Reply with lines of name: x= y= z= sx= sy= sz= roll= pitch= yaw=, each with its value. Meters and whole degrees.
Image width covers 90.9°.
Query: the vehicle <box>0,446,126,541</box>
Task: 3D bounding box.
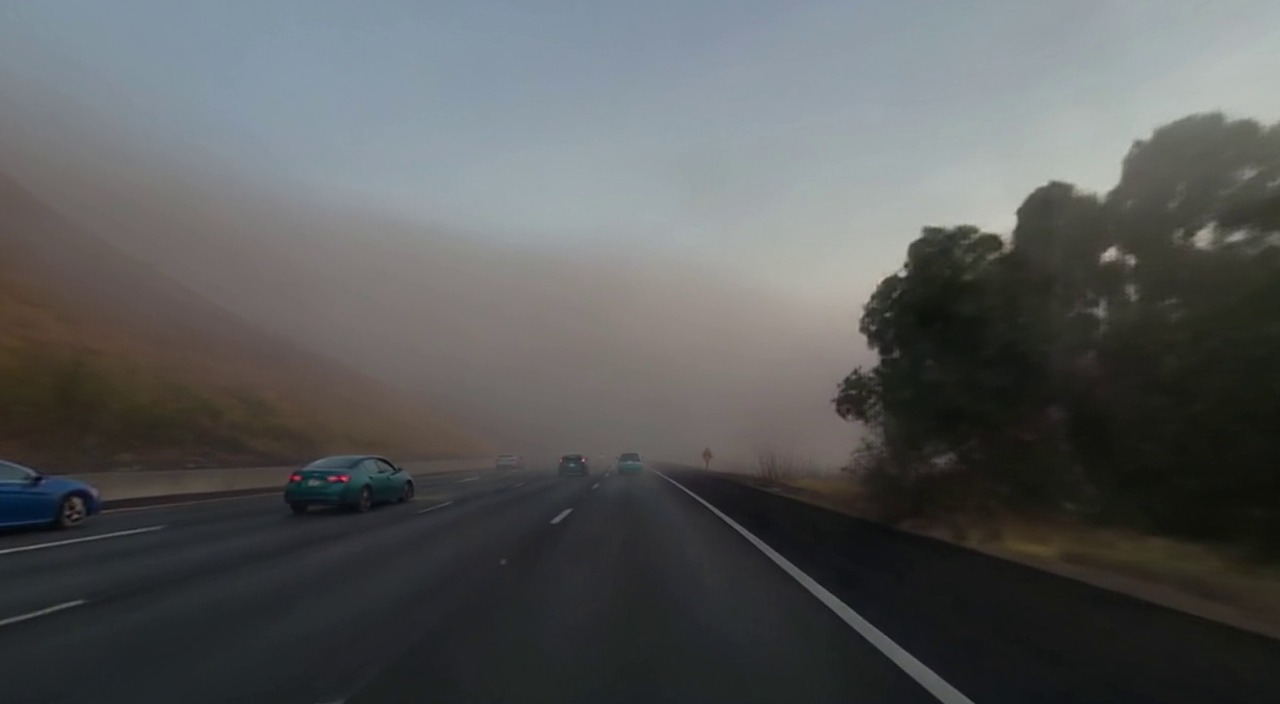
vehicle: x=-11.190 y=2.240 z=9.916 sx=2.048 sy=1.501 sz=4.898 roll=0 pitch=-8 yaw=1

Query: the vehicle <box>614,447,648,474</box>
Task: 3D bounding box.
vehicle: x=-0.653 y=7.351 z=42.977 sx=2.225 sy=1.674 sz=4.044 roll=0 pitch=-8 yaw=-2

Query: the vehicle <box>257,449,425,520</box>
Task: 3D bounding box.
vehicle: x=-7.103 y=3.163 z=15.614 sx=1.991 sy=1.441 sz=4.265 roll=0 pitch=-8 yaw=1

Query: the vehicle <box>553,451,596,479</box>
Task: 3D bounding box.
vehicle: x=-3.883 y=6.740 z=38.005 sx=2.144 sy=1.505 sz=4.649 roll=0 pitch=-8 yaw=-1
